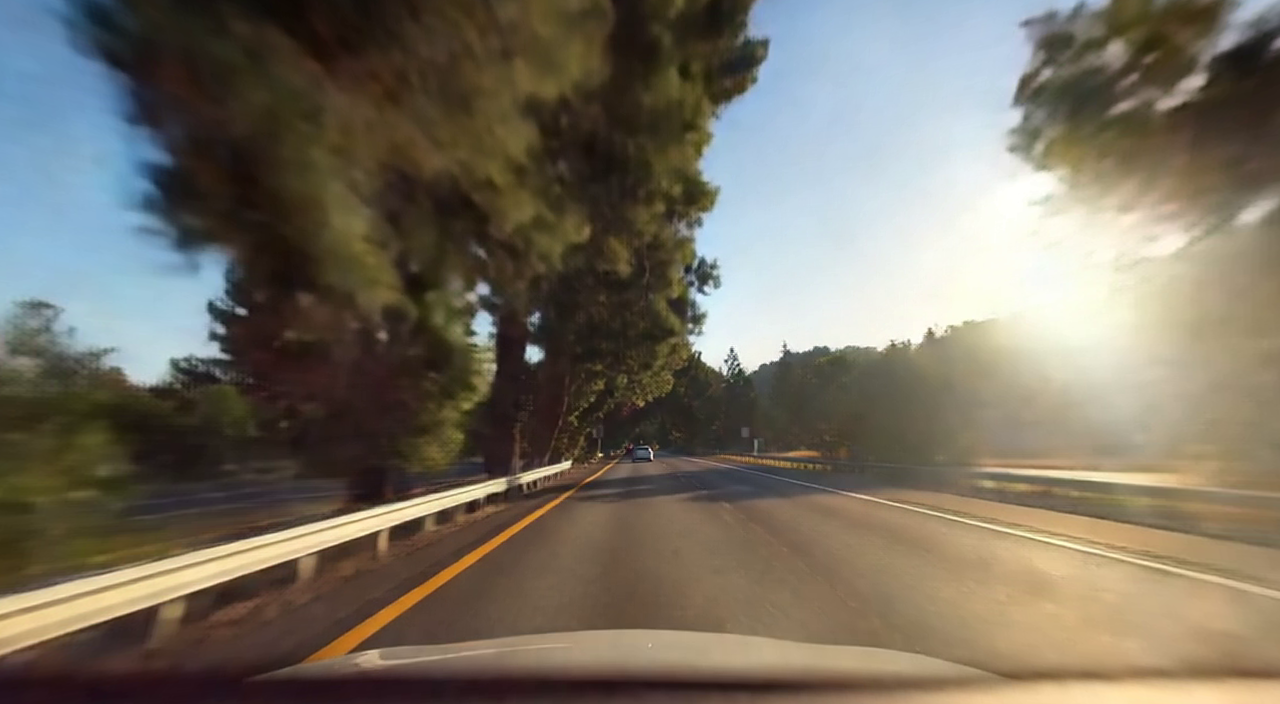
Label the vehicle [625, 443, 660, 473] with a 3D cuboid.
[{"bbox_3d":[0.133,6.344,37.884,1.987,1.658,3.620,0,-9,0],"label":"vehicle"}]
